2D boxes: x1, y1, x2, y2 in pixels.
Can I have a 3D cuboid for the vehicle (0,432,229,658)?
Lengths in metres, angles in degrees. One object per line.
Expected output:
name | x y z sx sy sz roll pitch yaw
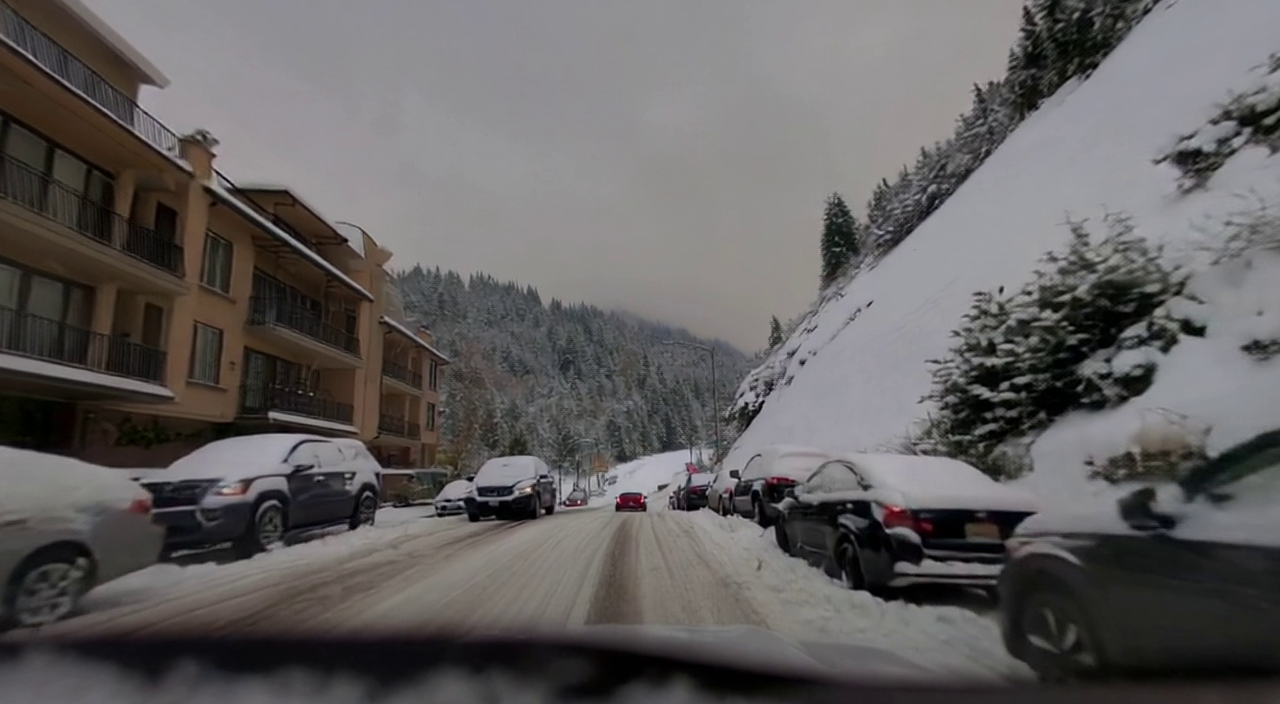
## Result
vehicle | -5.350 1.221 3.804 1.856 1.474 4.522 -3 -9 18

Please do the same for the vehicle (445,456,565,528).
vehicle | -3.402 3.770 16.939 2.102 1.621 4.627 0 -13 1

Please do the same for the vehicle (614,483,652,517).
vehicle | -0.487 9.118 38.937 2.201 1.731 3.854 0 -9 -2

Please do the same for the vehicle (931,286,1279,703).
vehicle | 2.796 0.686 1.349 2.072 1.830 4.744 0 -9 0

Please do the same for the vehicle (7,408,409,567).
vehicle | -6.428 2.238 10.812 2.692 1.949 5.948 0 -11 -1
